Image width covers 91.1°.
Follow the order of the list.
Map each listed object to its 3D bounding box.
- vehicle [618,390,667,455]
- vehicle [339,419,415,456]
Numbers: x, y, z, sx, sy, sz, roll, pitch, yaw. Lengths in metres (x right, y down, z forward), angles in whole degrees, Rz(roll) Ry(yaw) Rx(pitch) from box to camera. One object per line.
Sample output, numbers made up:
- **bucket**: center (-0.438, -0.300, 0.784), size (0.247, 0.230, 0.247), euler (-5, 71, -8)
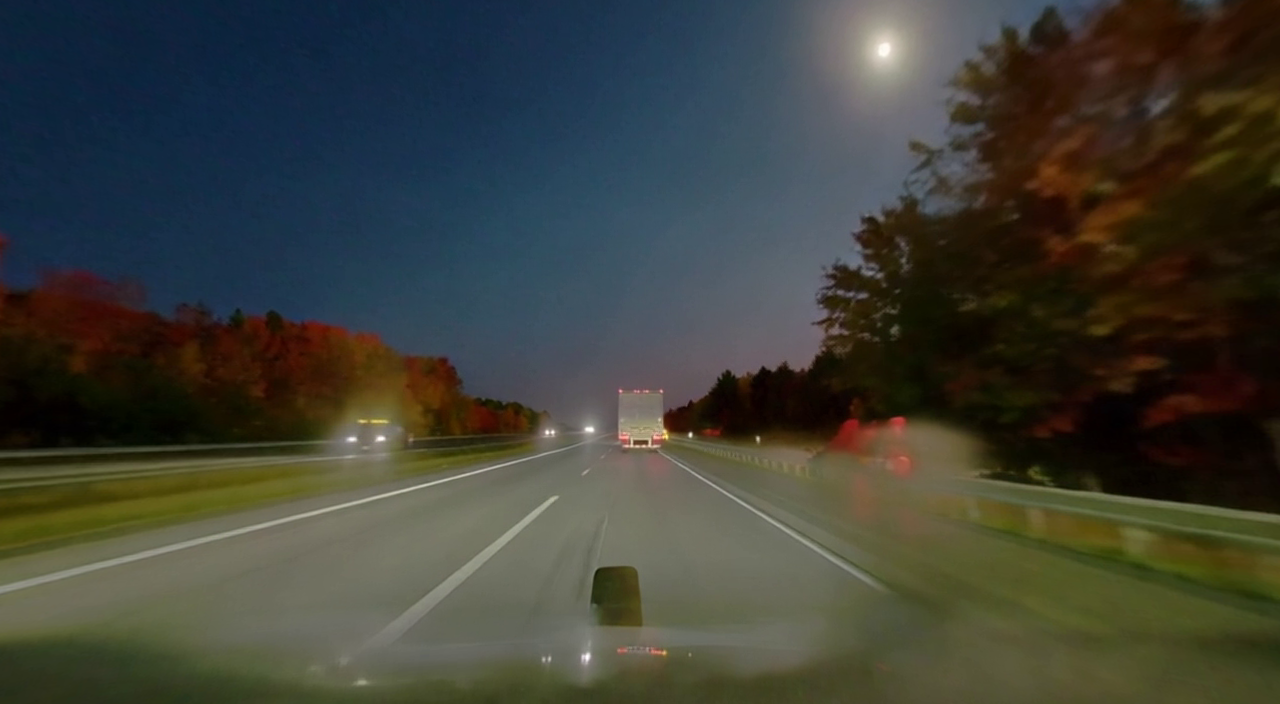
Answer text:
- **vehicle**: center (0.021, 5.113, 44.511), size (3.013, 4.016, 11.496), euler (0, -8, -1)
- **vehicle**: center (-14.987, 4.916, 36.137), size (2.112, 1.931, 5.092), euler (0, -8, 0)
